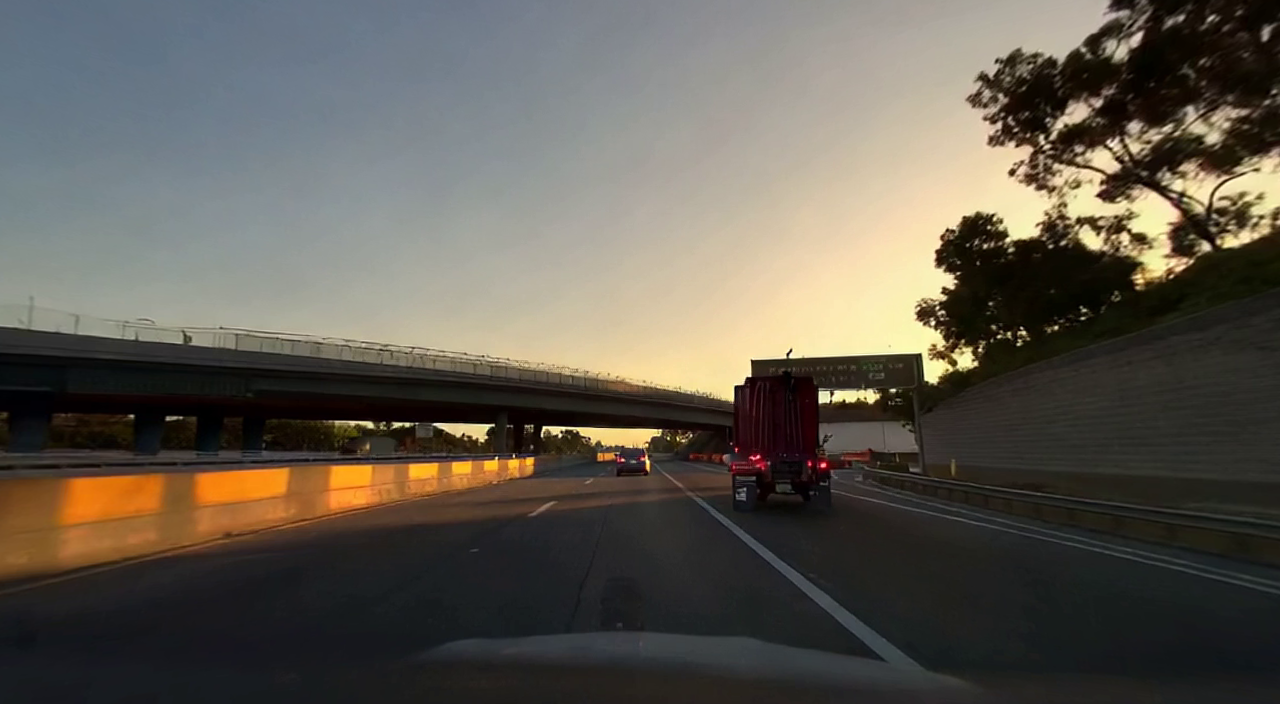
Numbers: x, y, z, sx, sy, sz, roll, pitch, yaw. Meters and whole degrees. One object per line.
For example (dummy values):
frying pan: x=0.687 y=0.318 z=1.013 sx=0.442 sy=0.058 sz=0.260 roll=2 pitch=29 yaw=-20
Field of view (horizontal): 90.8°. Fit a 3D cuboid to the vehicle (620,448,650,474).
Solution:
vehicle: x=-0.264 y=6.341 z=36.810 sx=1.695 sy=1.437 sz=3.506 roll=0 pitch=-9 yaw=1
